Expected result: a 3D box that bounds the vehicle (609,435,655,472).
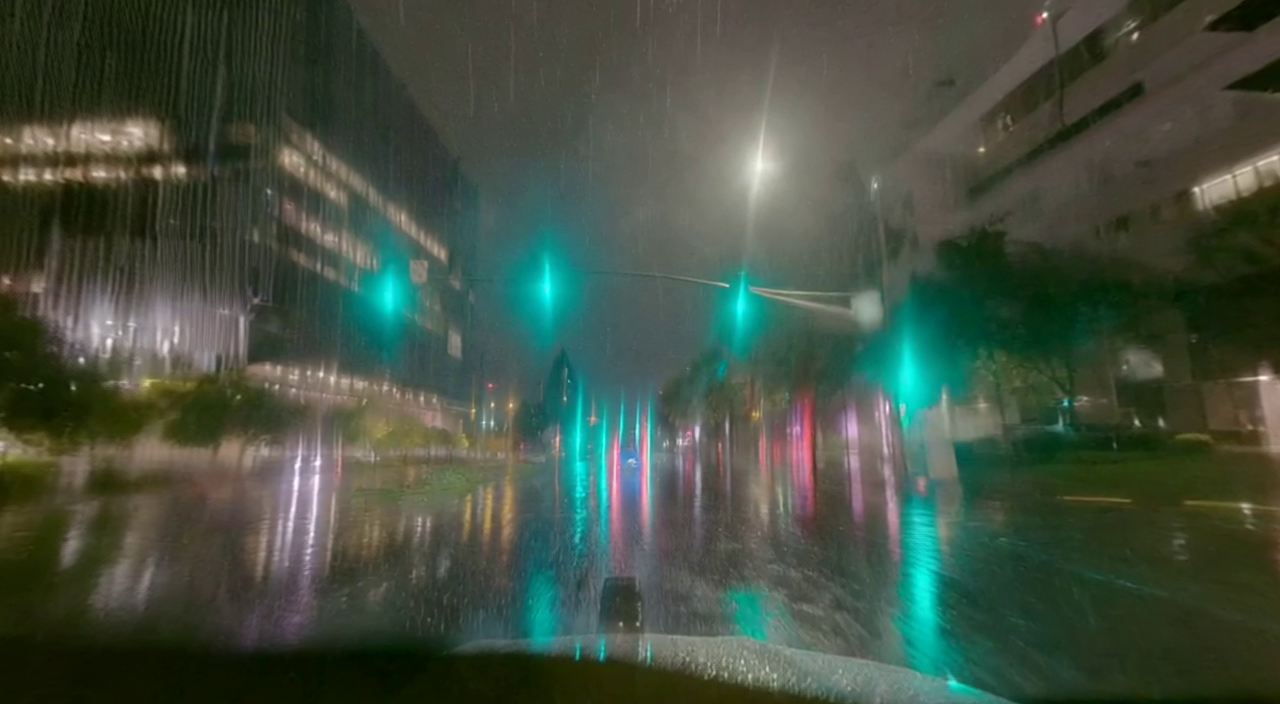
[{"bbox_3d":[-0.431,5.468,34.164,2.313,1.860,4.319,0,-9,-1],"label":"vehicle"}]
